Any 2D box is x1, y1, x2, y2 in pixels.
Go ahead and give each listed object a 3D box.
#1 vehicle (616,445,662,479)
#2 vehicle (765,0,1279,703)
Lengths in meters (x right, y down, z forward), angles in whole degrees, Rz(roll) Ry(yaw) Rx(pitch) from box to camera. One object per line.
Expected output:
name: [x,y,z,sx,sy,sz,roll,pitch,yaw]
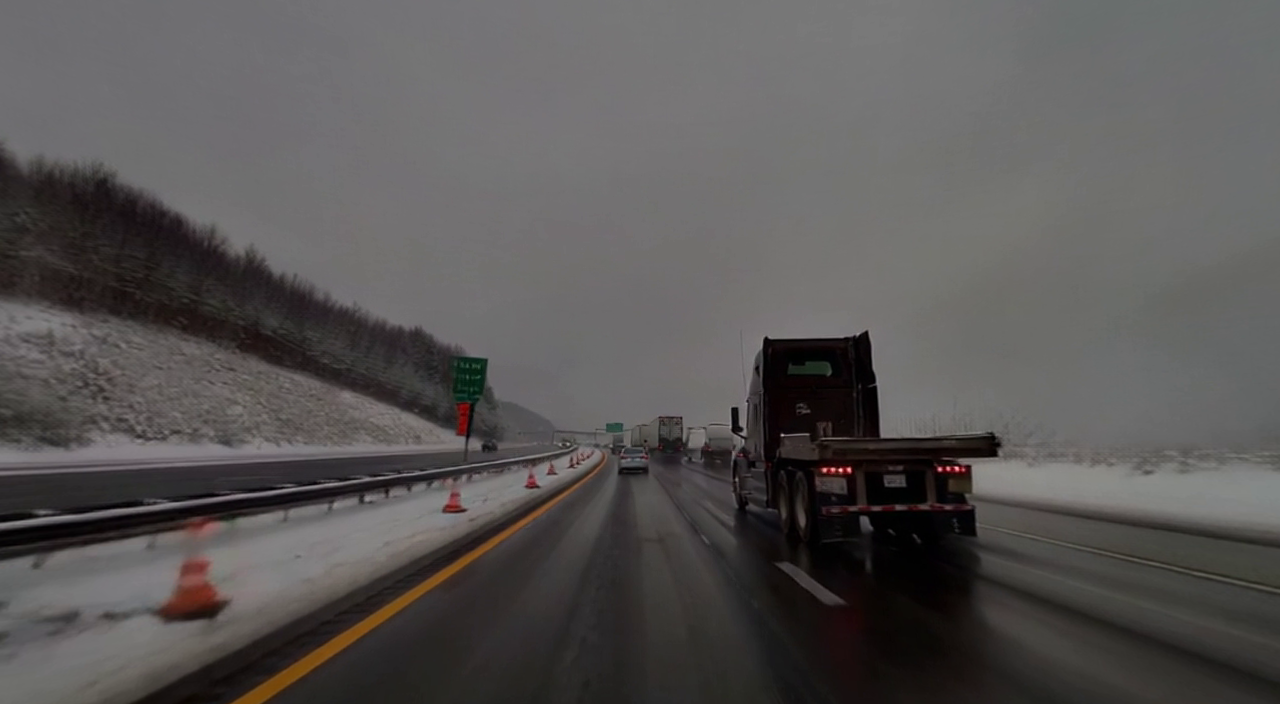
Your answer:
vehicle: [-0.069,4.888,28.245,1.927,1.437,3.794,0,-9,-1]
vehicle: [3.610,-0.050,3.865,2.874,4.065,14.243,0,-9,0]
